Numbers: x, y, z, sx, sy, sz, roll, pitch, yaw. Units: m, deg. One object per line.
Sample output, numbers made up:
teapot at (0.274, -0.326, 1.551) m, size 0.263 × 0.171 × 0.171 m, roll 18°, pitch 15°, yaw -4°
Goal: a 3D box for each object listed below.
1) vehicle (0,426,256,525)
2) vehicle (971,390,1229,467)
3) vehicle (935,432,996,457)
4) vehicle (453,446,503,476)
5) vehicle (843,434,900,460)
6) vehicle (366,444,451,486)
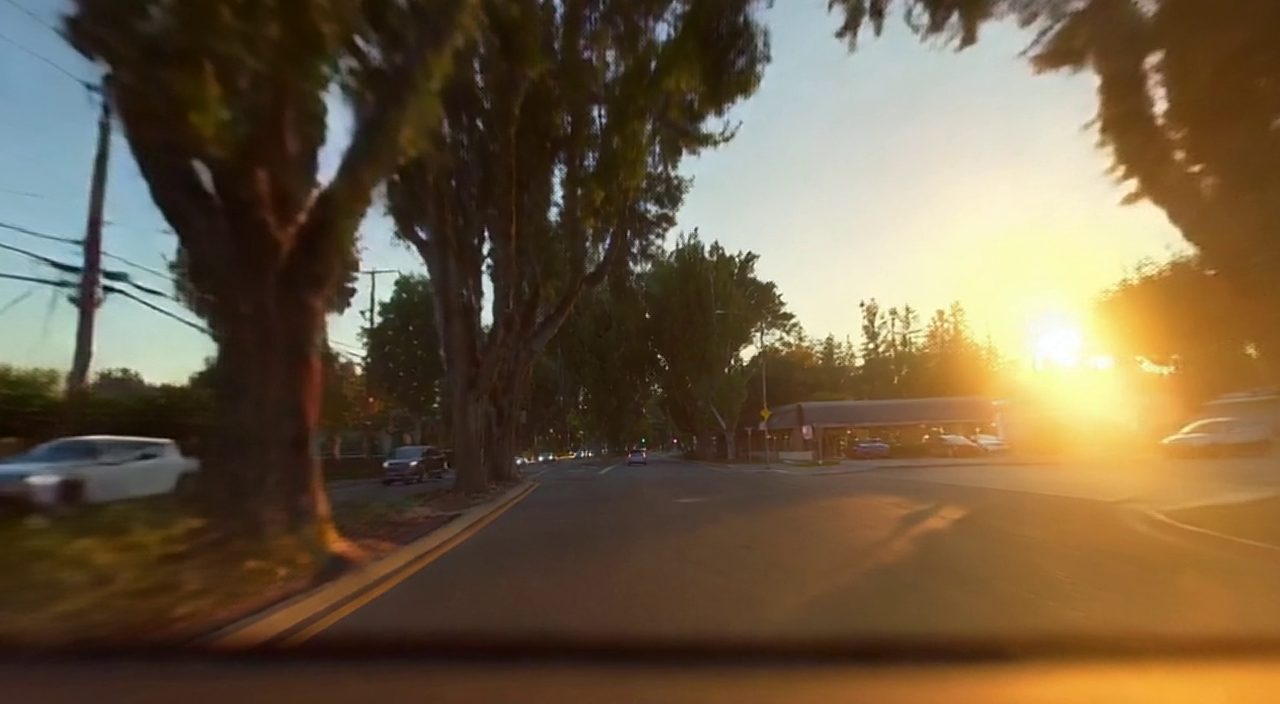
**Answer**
vehicle at (-11.861, 2.686, 14.429) m, size 2.471 × 1.783 × 5.903 m, roll 0°, pitch -9°, yaw -1°
vehicle at (19.022, 3.258, 26.493) m, size 8.462 × 3.012 × 2.906 m, roll 0°, pitch -9°, yaw -1°
vehicle at (24.246, 6.981, 47.201) m, size 1.996 × 1.723 × 4.576 m, roll 0°, pitch -10°, yaw -1°
vehicle at (-10.693, 7.216, 42.016) m, size 2.000 × 1.817 × 4.624 m, roll 0°, pitch -9°, yaw 1°
vehicle at (16.992, 7.074, 46.544) m, size 2.021 × 1.753 × 4.941 m, roll -1°, pitch -9°, yaw -4°
vehicle at (-10.686, 5.248, 29.544) m, size 2.189 × 1.747 × 4.651 m, roll 0°, pitch -9°, yaw 0°
